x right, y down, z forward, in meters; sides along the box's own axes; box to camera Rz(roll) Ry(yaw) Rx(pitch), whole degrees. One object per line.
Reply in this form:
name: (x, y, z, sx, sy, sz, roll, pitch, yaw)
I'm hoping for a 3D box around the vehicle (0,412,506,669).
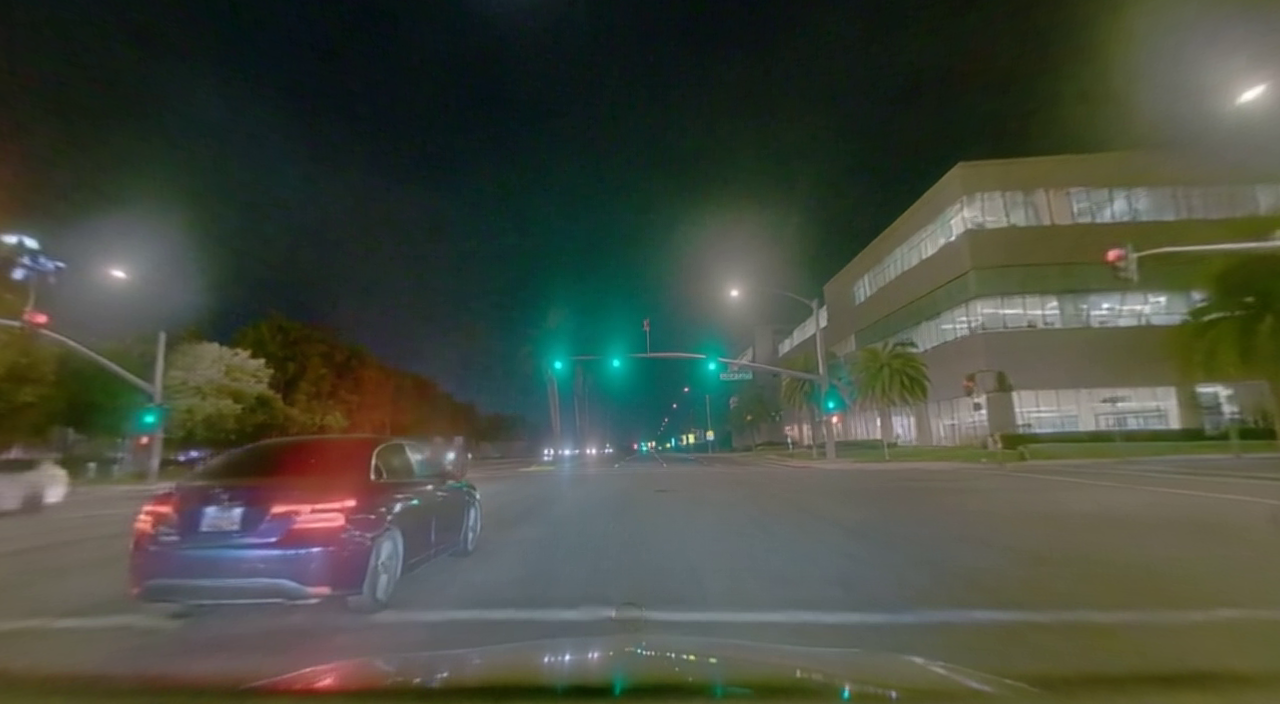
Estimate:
vehicle: (-3.014, 1.504, 6.322, 2.162, 1.549, 4.795, 0, -8, 1)
